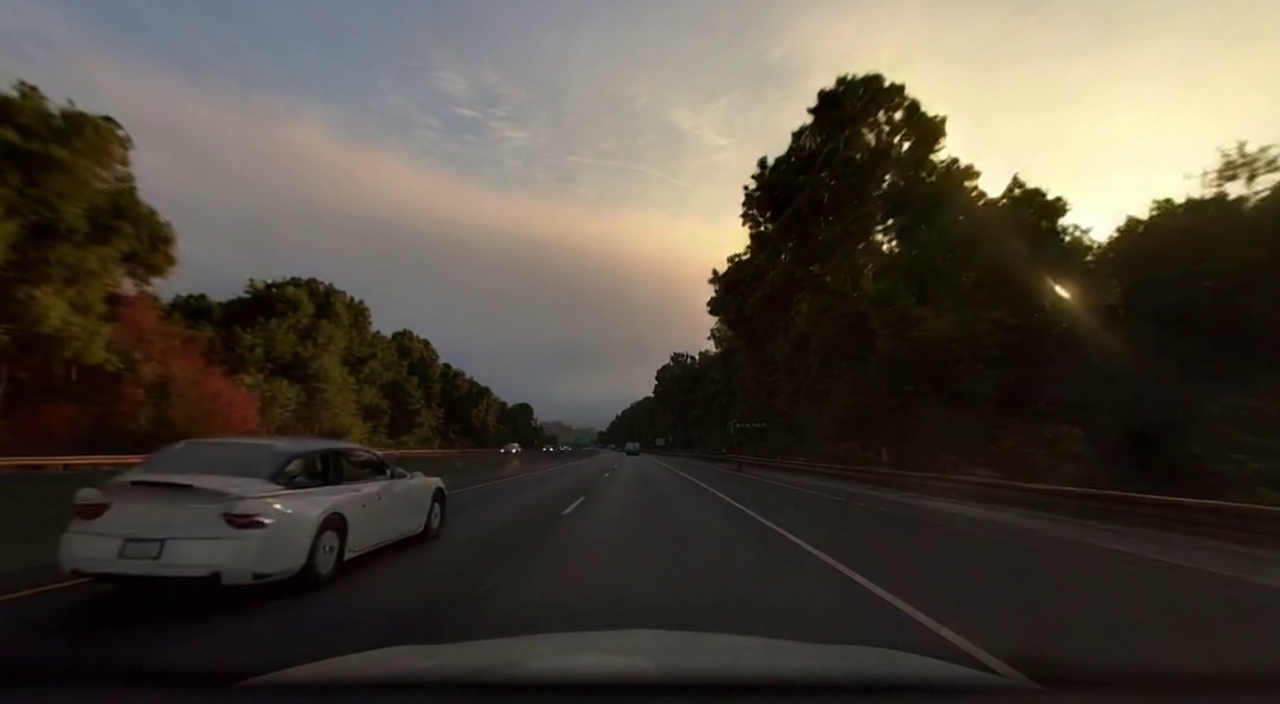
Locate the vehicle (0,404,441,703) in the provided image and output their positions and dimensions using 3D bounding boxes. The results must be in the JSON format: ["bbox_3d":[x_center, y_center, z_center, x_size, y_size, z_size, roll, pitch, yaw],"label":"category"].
[{"bbox_3d":[-3.318,1.338,5.061,1.977,1.520,4.361,0,-9,0],"label":"vehicle"}]
